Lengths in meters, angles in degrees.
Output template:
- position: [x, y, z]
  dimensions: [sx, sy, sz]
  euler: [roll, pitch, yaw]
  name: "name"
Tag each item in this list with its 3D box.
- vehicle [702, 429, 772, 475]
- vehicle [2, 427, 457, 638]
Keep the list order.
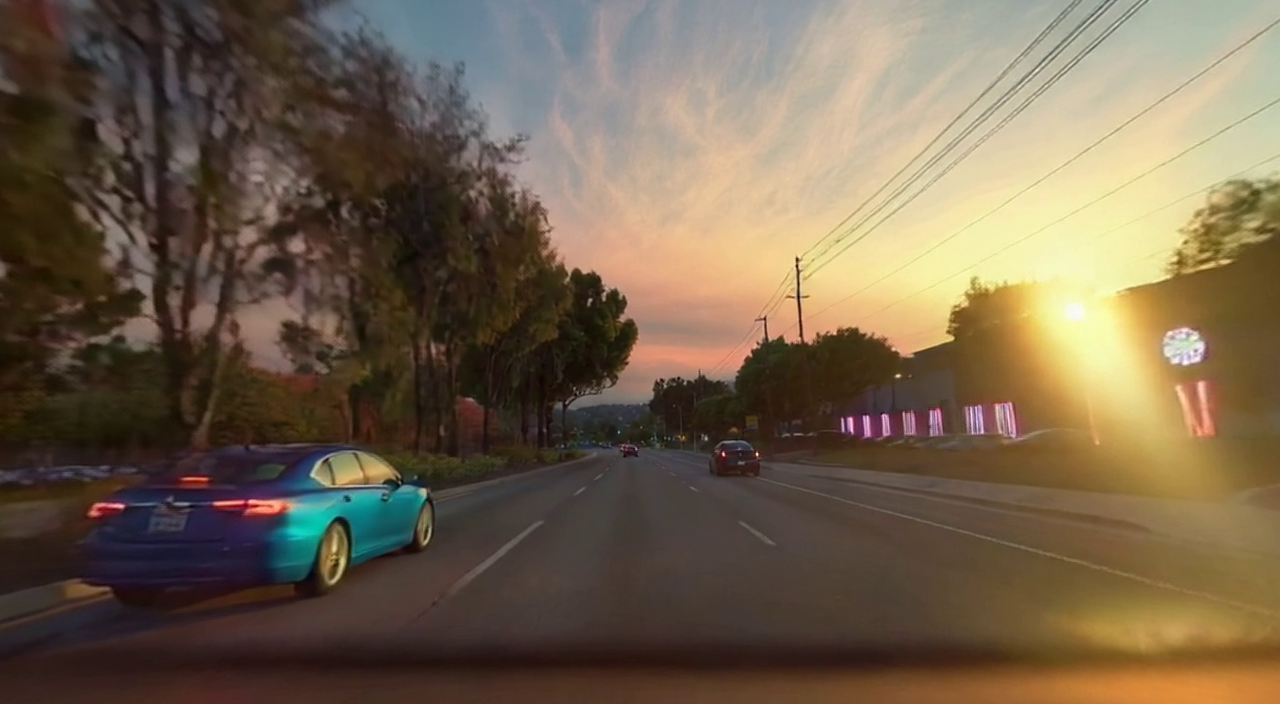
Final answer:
- position: [4.552, 4.828, 30.788]
  dimensions: [2.476, 2.016, 5.586]
  euler: [0, -8, 0]
  name: "vehicle"
- position: [-3.550, 1.601, 6.708]
  dimensions: [2.017, 1.470, 4.293]
  euler: [0, -8, -1]
  name: "vehicle"
